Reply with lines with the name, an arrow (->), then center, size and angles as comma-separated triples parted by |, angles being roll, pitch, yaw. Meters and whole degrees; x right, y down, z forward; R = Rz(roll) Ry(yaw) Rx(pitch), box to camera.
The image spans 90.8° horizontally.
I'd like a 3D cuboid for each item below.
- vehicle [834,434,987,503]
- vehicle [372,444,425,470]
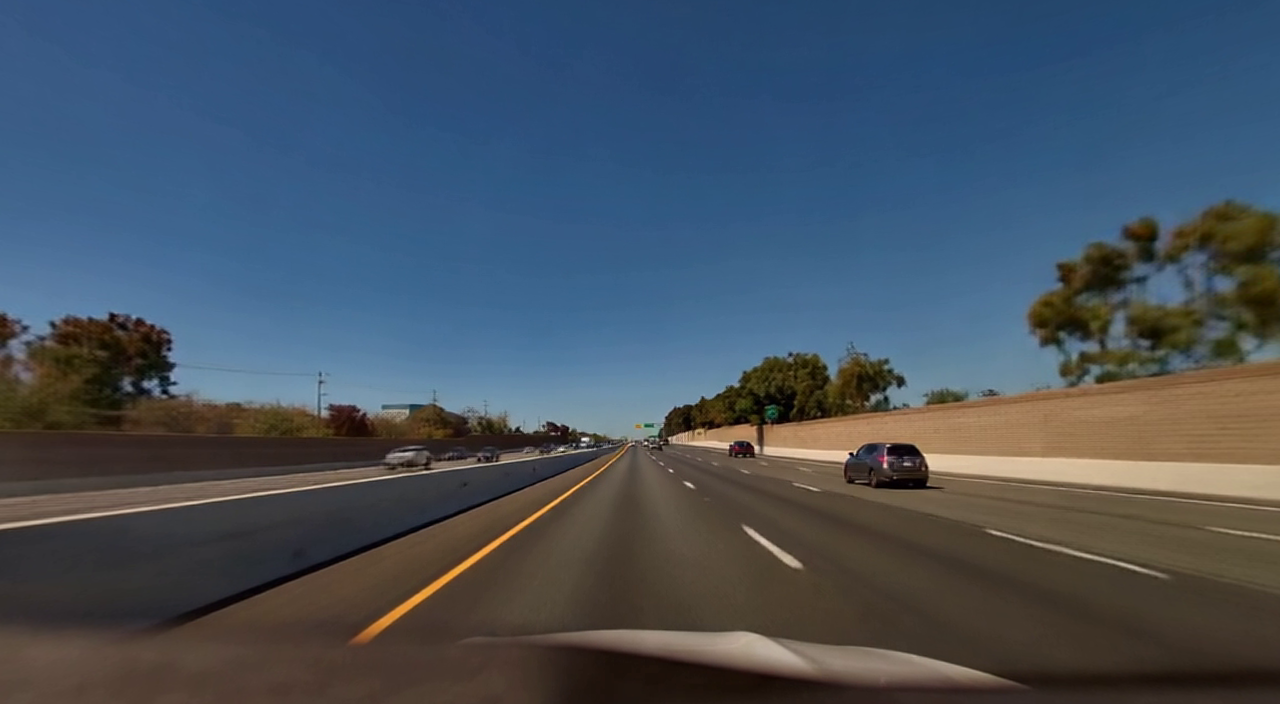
vehicle -> 6.876, 3.008, 16.746 | 1.901, 1.548, 4.684 | 0, -9, -1
vehicle -> -17.329, 7.541, 45.561 | 1.965, 1.742, 4.623 | 0, -8, 1
